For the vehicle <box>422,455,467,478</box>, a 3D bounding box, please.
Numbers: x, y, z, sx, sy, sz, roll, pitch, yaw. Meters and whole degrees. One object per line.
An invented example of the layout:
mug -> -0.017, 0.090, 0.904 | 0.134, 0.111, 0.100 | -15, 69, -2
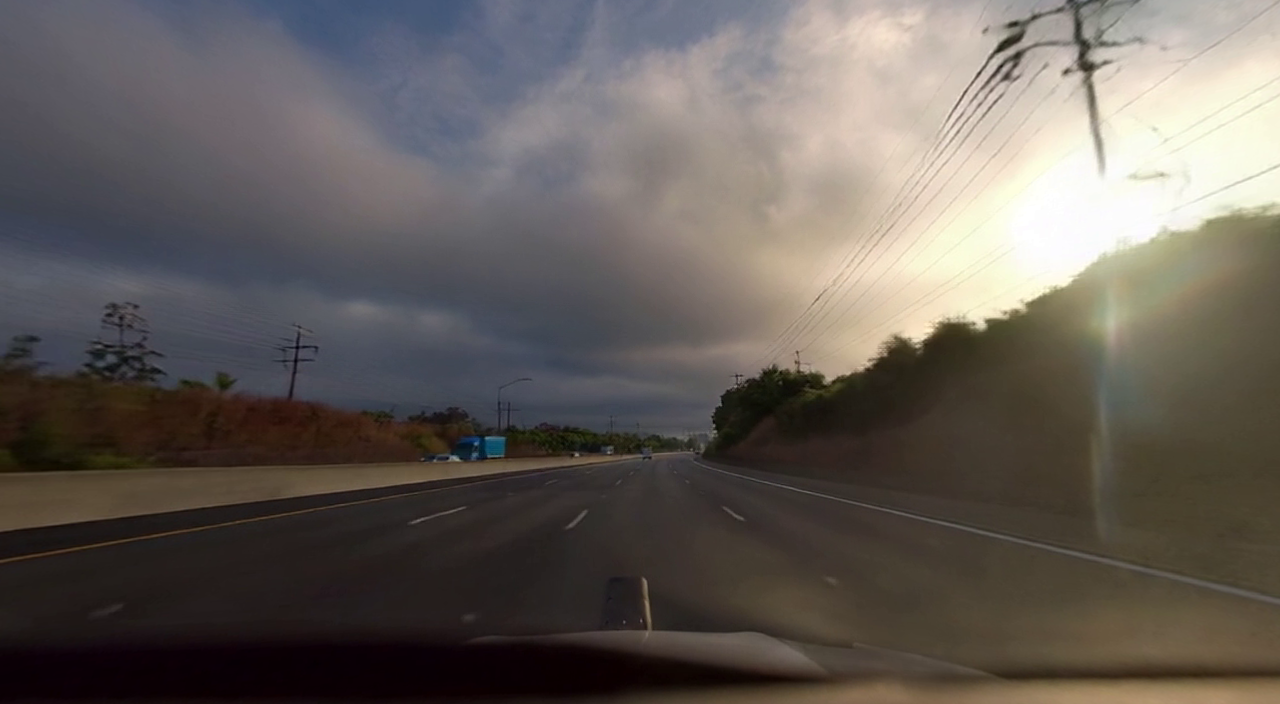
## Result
vehicle -> -14.051, 8.225, 45.410 | 1.920, 1.524, 3.716 | 0, -9, 3
